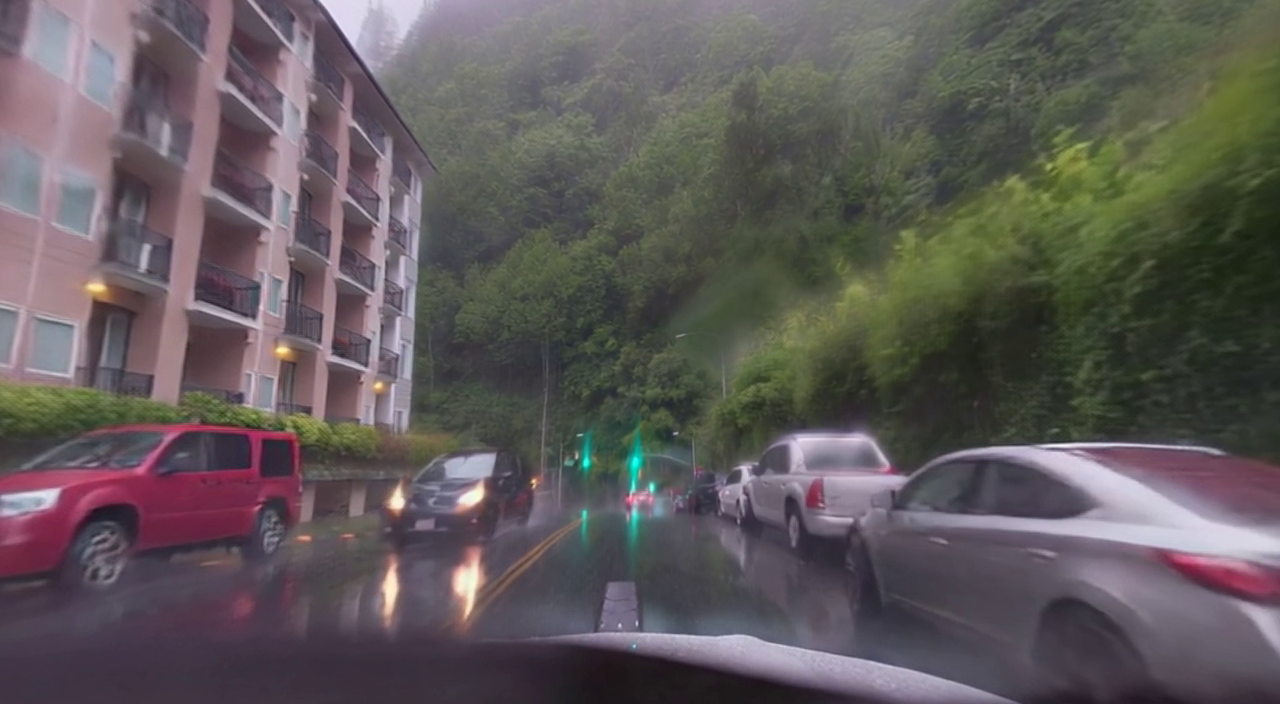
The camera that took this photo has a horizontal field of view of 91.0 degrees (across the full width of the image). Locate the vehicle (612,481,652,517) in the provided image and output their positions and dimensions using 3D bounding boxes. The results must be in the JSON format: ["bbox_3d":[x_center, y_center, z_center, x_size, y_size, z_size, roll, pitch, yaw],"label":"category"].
[{"bbox_3d":[-0.525,8.600,36.954,2.201,1.731,3.854,0,-8,-2],"label":"vehicle"}]

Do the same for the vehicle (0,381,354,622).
[{"bbox_3d":[-6.412,1.754,8.138,2.692,1.949,5.948,0,-11,-1],"label":"vehicle"}]

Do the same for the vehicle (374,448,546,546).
[{"bbox_3d":[-3.379,2.924,12.973,2.102,1.621,4.627,0,-12,1],"label":"vehicle"}]

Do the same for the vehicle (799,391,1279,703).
[{"bbox_3d":[2.605,1.175,3.949,1.933,1.465,4.698,0,-8,-1],"label":"vehicle"}]
